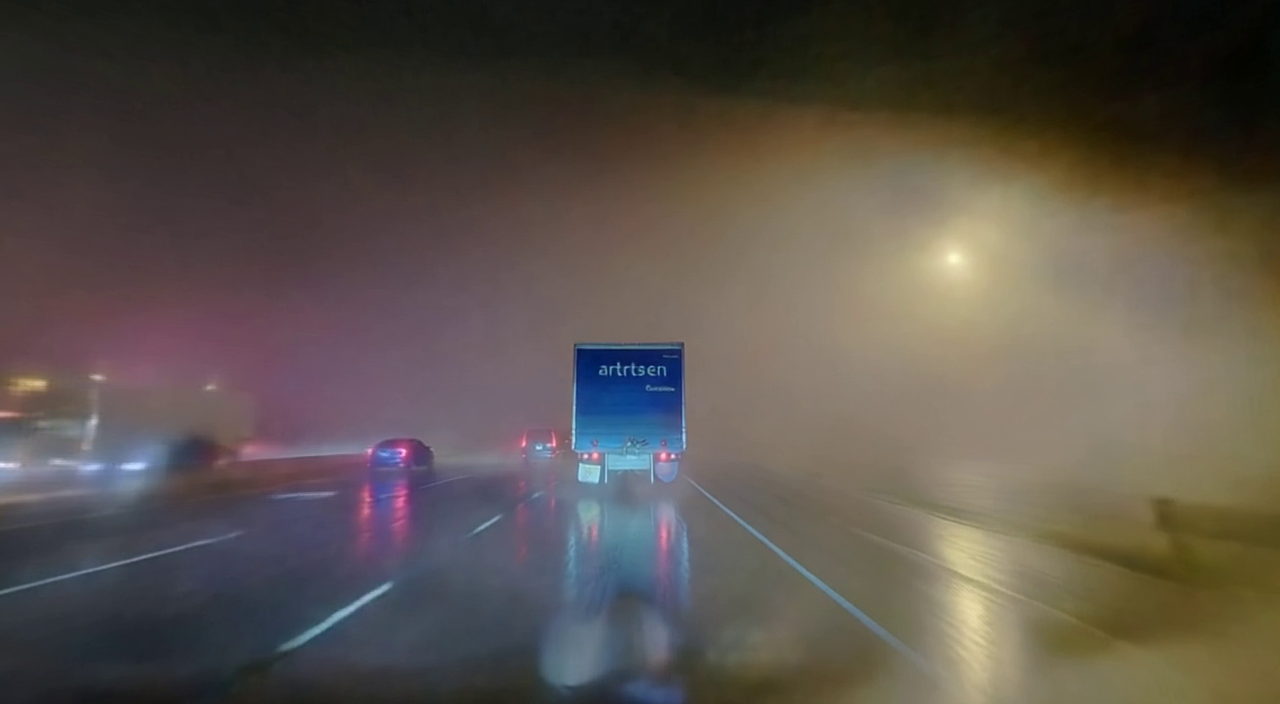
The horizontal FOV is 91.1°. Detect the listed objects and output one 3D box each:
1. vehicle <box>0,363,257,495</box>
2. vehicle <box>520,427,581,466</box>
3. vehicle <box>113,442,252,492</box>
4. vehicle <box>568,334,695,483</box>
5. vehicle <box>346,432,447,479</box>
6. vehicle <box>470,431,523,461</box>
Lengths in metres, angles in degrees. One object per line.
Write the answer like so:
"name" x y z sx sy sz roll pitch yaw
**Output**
"vehicle" -19.712 3.018 24.289 3.034 3.950 10.763 0 -8 0
"vehicle" -4.197 4.504 30.235 2.168 1.671 4.888 0 -8 1
"vehicle" -16.004 3.992 22.312 1.886 1.538 4.033 0 -8 0
"vehicle" -0.314 2.246 22.705 3.442 4.106 10.719 0 -8 -1
"vehicle" -8.350 3.559 21.988 1.940 1.488 3.976 0 -8 0
"vehicle" -8.106 5.346 35.947 1.981 1.574 4.561 0 -8 0
